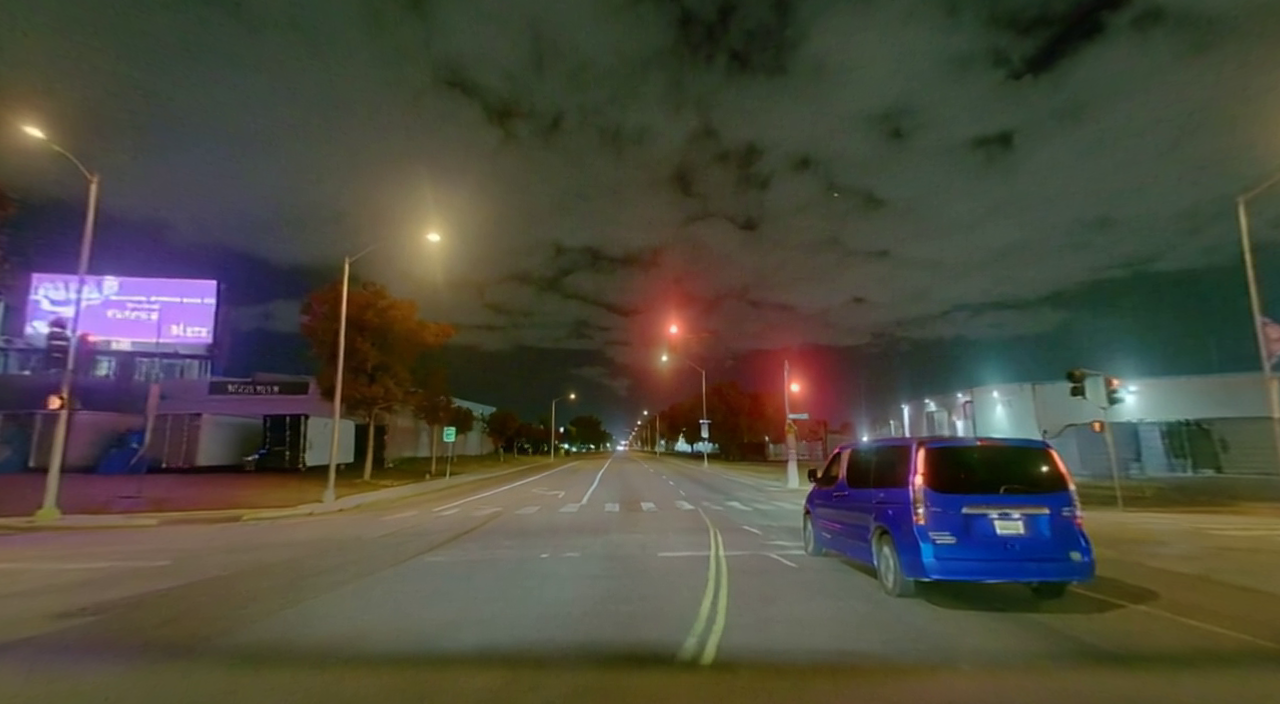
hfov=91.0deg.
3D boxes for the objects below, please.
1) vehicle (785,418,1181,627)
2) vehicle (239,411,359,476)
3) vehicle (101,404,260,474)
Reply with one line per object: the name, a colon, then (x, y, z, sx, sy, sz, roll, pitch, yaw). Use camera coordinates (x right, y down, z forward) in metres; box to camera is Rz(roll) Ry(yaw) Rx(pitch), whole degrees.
vehicle: (3.616, 1.889, 8.068, 2.202, 1.822, 4.826, 1, -9, -2)
vehicle: (-21.043, 5.678, 39.616, 3.337, 3.644, 7.945, 1, -7, -3)
vehicle: (-27.856, 5.431, 38.990, 2.943, 3.741, 9.094, 1, -9, -1)
